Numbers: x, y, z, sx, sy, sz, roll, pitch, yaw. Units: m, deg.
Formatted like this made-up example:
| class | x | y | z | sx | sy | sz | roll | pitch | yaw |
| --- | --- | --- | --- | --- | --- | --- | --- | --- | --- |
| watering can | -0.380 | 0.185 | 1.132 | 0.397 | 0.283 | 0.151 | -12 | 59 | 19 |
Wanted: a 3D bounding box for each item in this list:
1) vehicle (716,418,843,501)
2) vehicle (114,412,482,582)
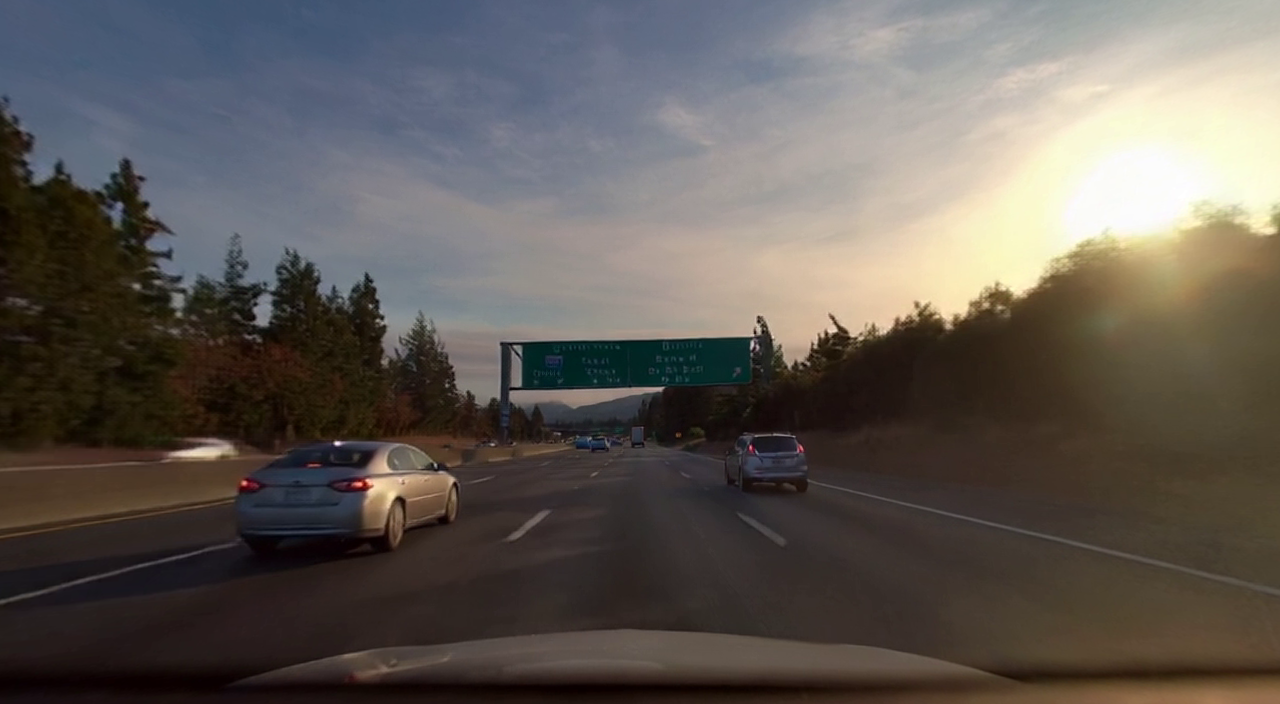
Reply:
| class | x | y | z | sx | sy | sz | roll | pitch | yaw |
| --- | --- | --- | --- | --- | --- | --- | --- | --- | --- |
| vehicle | 3.180 | 2.563 | 15.355 | 2.053 | 1.714 | 4.097 | 0 | -9 | -1 |
| vehicle | -3.822 | 1.731 | 8.434 | 2.118 | 1.573 | 4.940 | 0 | -9 | 0 |
